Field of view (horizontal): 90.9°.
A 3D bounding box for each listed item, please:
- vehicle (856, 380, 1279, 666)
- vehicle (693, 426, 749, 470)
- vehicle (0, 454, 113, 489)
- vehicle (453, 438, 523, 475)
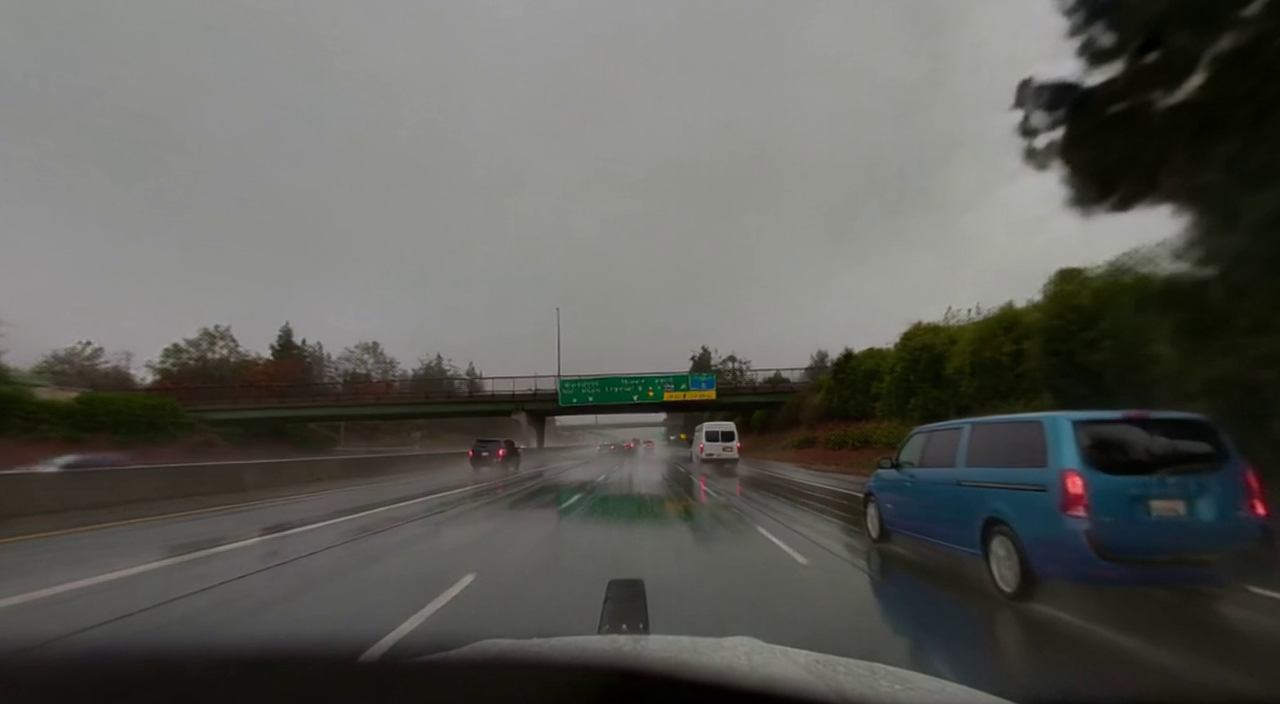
[{"bbox_3d":[3.936,1.347,6.089,2.100,1.690,4.536,0,-8,0],"label":"vehicle"},{"bbox_3d":[4.372,5.298,34.841,2.347,2.234,5.352,0,-8,0],"label":"vehicle"},{"bbox_3d":[-29.051,5.811,31.076,1.959,1.493,4.797,0,-8,0],"label":"vehicle"},{"bbox_3d":[-7.138,4.958,30.121,2.068,1.632,4.623,-1,-8,2],"label":"vehicle"}]
